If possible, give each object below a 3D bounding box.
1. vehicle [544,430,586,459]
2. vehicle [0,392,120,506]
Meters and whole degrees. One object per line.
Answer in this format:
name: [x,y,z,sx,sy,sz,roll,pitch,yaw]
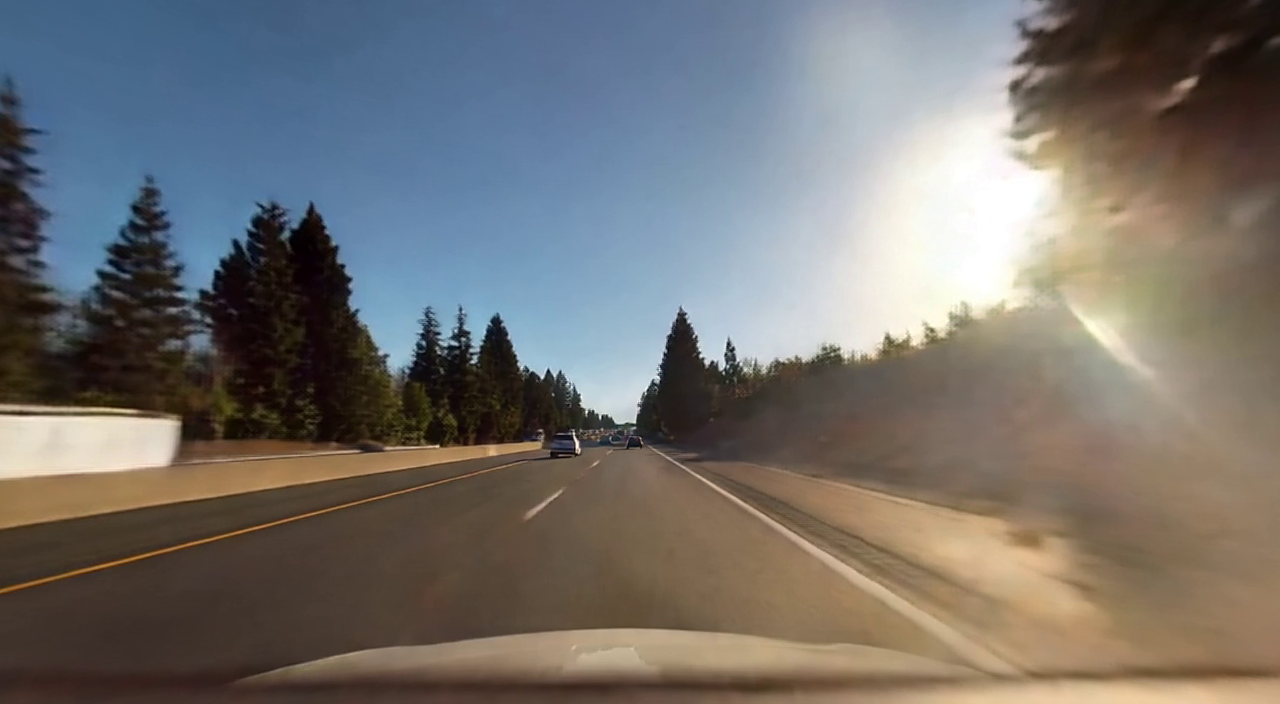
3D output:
vehicle: [-4.441,5.526,37.838,2.003,1.626,4.256,0,-8,0]
vehicle: [-16.362,2.319,15.004,2.510,2.668,6.372,0,-8,-1]
